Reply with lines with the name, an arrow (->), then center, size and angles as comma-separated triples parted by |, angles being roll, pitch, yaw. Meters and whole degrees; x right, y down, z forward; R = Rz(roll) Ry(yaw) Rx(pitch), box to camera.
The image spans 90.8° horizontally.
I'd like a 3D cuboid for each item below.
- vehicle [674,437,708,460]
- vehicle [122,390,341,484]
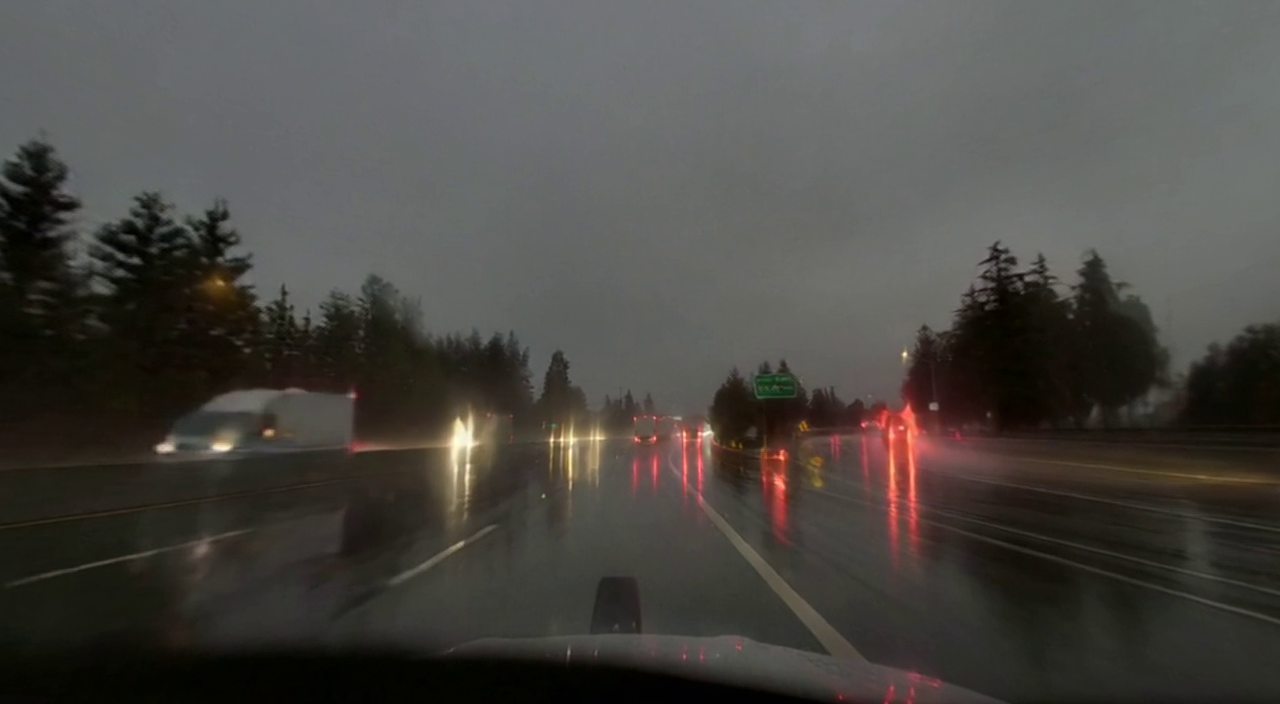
vehicle -> 3.535, 6.753, 44.355 | 2.069, 1.476, 4.197 | 0, -8, 0
vehicle -> -12.093, 2.640, 19.608 | 2.324, 2.410, 6.566 | 0, -8, 1
